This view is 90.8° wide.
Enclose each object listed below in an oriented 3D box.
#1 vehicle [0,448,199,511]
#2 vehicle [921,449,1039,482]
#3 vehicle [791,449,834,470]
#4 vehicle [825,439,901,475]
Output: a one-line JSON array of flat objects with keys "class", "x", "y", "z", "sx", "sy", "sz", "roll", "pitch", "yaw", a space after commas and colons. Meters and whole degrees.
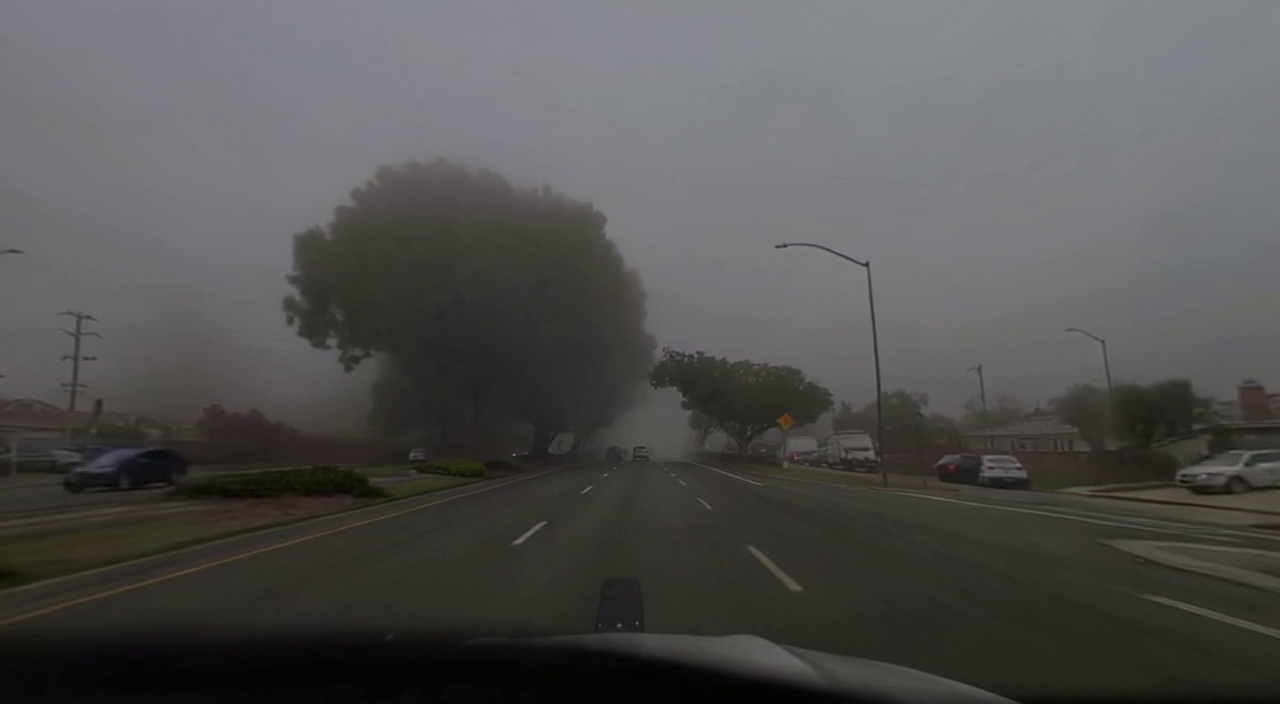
[{"class": "vehicle", "x": -14.798, "y": 3.463, "z": 17.646, "sx": 1.929, "sy": 1.506, "sz": 4.125, "roll": 0, "pitch": -9, "yaw": 0}, {"class": "vehicle", "x": 16.010, "y": 5.338, "z": 30.019, "sx": 1.826, "sy": 1.420, "sz": 4.533, "roll": 5, "pitch": -10, "yaw": -32}, {"class": "vehicle", "x": 12.798, "y": 8.019, "z": 47.255, "sx": 1.916, "sy": 1.452, "sz": 4.651, "roll": 0, "pitch": -9, "yaw": 0}, {"class": "vehicle", "x": 13.197, "y": 6.257, "z": 37.826, "sx": 2.047, "sy": 1.950, "sz": 5.112, "roll": 1, "pitch": -9, "yaw": -8}]
